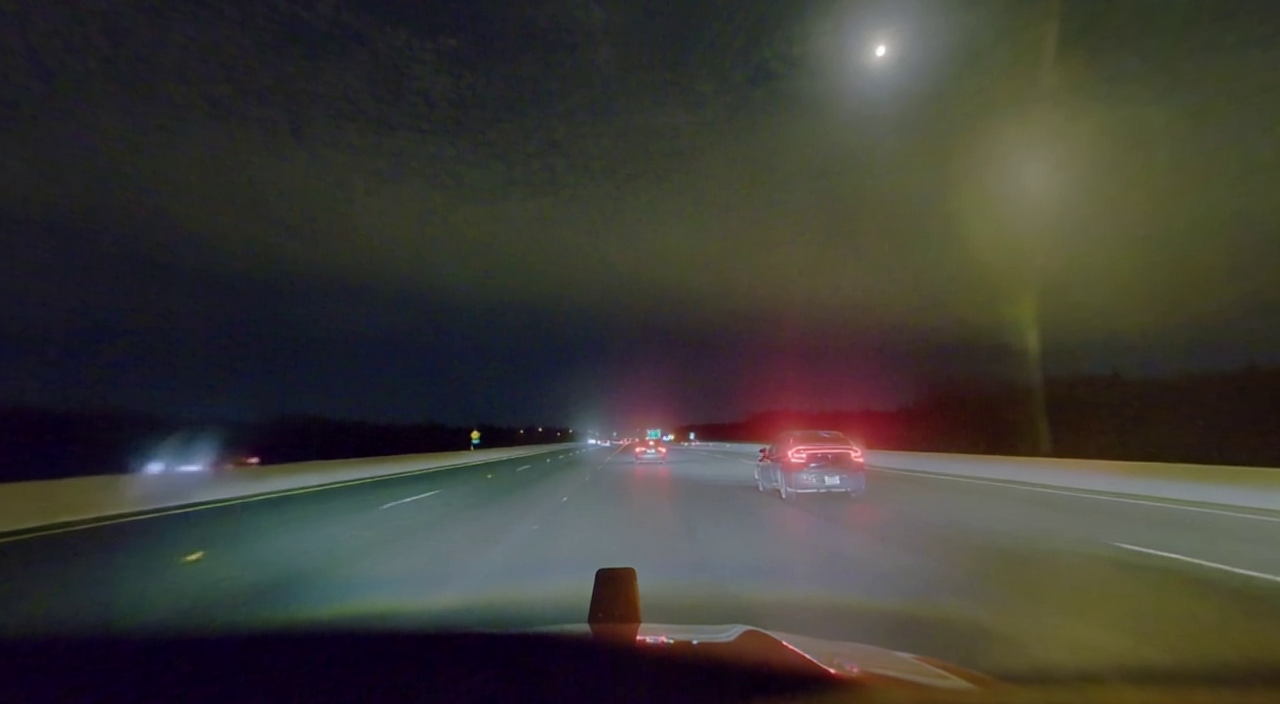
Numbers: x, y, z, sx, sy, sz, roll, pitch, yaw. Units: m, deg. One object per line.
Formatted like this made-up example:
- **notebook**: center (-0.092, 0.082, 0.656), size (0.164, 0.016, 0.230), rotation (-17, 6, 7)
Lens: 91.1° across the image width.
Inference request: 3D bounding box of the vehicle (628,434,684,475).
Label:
- **vehicle**: center (0.543, 3.982, 24.796), size (2.046, 1.467, 3.844), rotation (0, -8, -1)

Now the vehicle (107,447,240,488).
- **vehicle**: center (-19.353, 4.778, 26.428), size (1.998, 1.482, 4.715), rotation (0, -8, 0)
